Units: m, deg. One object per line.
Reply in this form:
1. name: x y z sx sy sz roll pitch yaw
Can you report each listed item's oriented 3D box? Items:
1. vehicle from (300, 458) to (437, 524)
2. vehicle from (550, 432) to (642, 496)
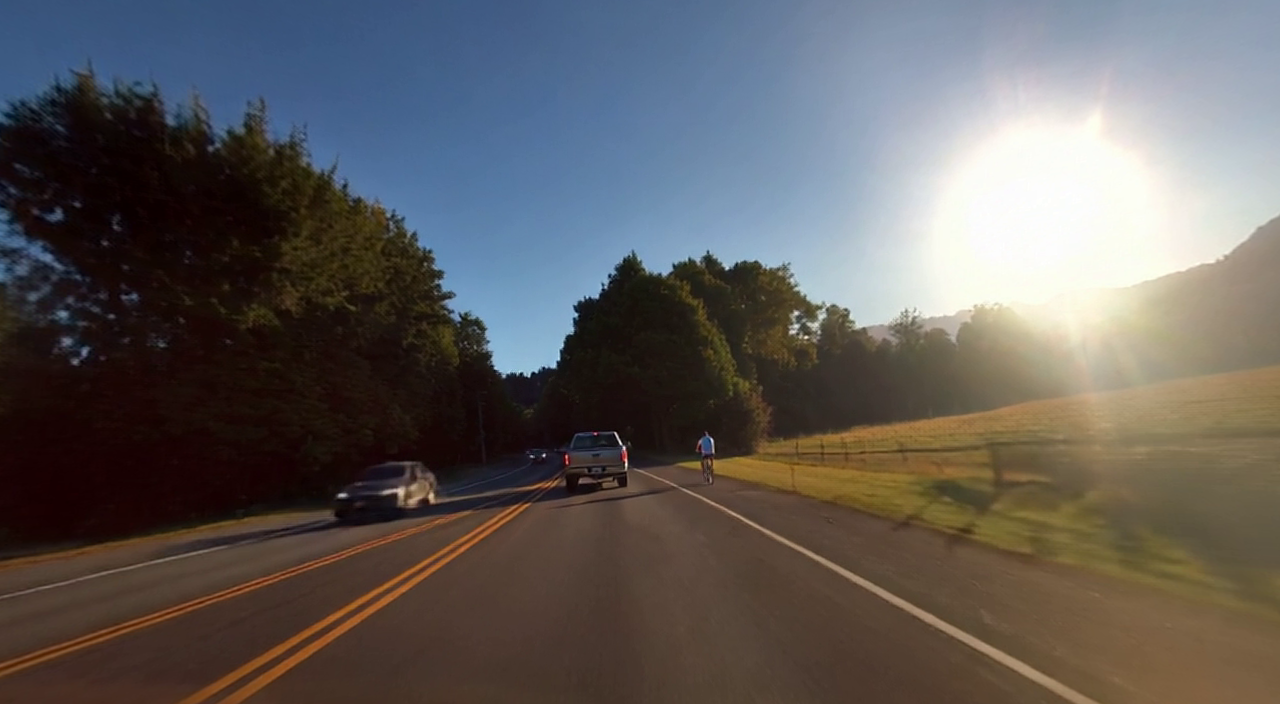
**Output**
1. vehicle: -7.249 3.714 17.367 2.045 1.474 3.956 -1 -9 -1
2. vehicle: -1.374 3.614 20.820 2.631 1.798 5.331 0 -9 -2
